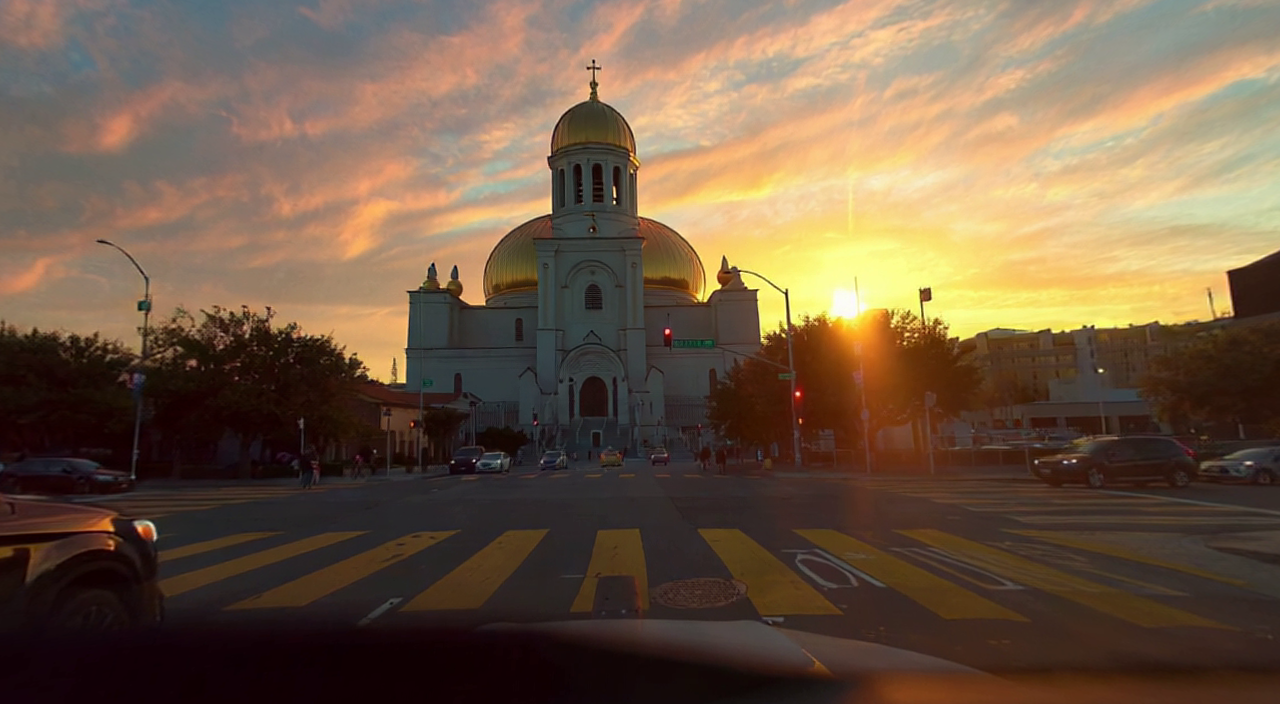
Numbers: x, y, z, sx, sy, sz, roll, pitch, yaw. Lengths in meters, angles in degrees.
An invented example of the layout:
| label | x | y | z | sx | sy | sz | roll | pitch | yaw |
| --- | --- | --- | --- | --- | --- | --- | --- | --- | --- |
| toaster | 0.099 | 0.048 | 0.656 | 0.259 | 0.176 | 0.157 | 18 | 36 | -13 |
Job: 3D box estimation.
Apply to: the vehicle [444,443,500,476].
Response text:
| label | x | y | z | sx | sy | sz | roll | pitch | yaw |
| --- | --- | --- | --- | --- | --- | --- | --- | --- | --- |
| vehicle | -10.258 | 6.581 | 38.961 | 2.076 | 1.876 | 4.669 | 0 | -8 | 1 |

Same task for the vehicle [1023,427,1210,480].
| label | x | y | z | sx | sy | sz | roll | pitch | yaw |
| --- | --- | --- | --- | --- | --- | --- | --- | --- | --- |
| vehicle | 19.860 | 4.255 | 26.578 | 5.852 | 2.057 | 2.361 | 0 | -8 | 0 |

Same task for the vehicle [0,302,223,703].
| label | x | y | z | sx | sy | sz | roll | pitch | yaw |
| --- | --- | --- | --- | --- | --- | --- | --- | --- | --- |
| vehicle | -3.882 | 0.575 | 1.144 | 2.251 | 2.009 | 5.688 | 0 | -8 | 1 |

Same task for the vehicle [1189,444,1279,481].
| label | x | y | z | sx | sy | sz | roll | pitch | yaw |
| --- | --- | --- | --- | --- | --- | --- | --- | --- | --- |
| vehicle | 26.361 | 4.653 | 26.676 | 4.561 | 1.475 | 1.850 | 0 | -8 | 0 |

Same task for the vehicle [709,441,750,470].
| label | x | y | z | sx | sy | sz | roll | pitch | yaw |
| --- | --- | --- | --- | --- | --- | --- | --- | --- | --- |
| vehicle | 5.806 | 6.794 | 41.514 | 1.969 | 1.776 | 4.329 | 0 | -8 | -2 |
